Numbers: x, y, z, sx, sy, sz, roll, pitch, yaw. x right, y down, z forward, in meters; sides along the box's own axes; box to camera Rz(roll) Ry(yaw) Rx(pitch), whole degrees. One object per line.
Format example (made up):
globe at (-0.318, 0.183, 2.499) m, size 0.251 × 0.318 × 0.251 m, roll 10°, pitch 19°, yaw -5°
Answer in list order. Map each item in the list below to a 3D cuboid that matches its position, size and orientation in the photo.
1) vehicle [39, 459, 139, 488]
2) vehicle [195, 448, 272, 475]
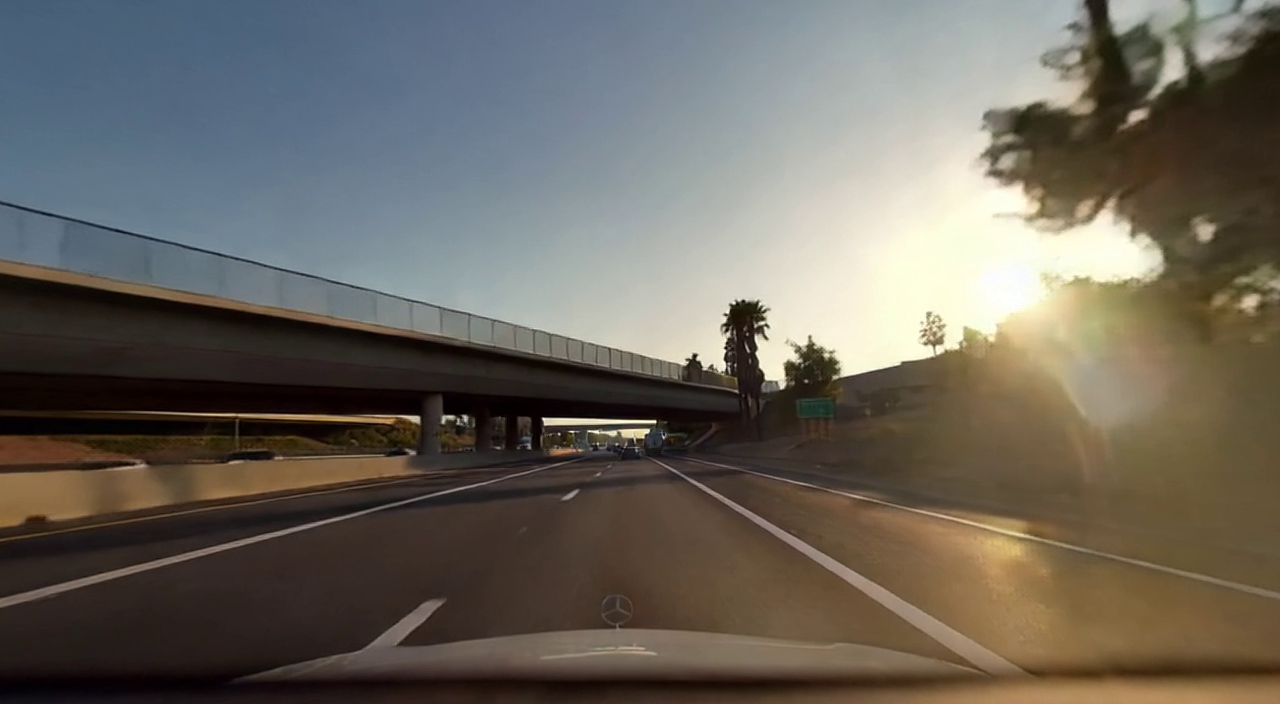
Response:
vehicle at (-33.738, 7.441, 38.893) m, size 1.877 × 1.524 × 4.752 m, roll 0°, pitch -8°, yaw 0°
vehicle at (-29.215, 7.877, 45.636) m, size 2.137 × 1.784 × 5.111 m, roll 0°, pitch -8°, yaw -1°
